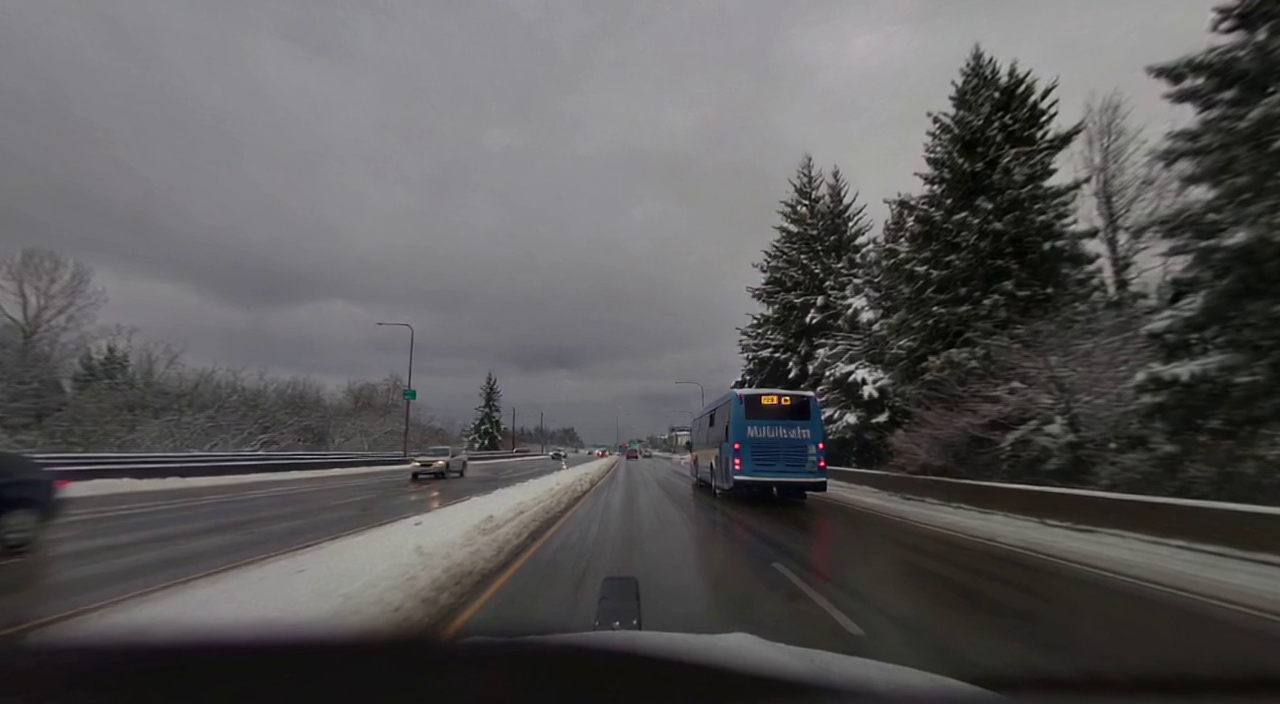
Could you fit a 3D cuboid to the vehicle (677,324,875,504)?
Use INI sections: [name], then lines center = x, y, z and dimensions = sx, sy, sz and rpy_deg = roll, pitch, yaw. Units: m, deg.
[vehicle]
center = 3.469, 2.439, 21.342
dimensions = 3.277, 4.084, 14.213
rpy_deg = 0, -9, -1
